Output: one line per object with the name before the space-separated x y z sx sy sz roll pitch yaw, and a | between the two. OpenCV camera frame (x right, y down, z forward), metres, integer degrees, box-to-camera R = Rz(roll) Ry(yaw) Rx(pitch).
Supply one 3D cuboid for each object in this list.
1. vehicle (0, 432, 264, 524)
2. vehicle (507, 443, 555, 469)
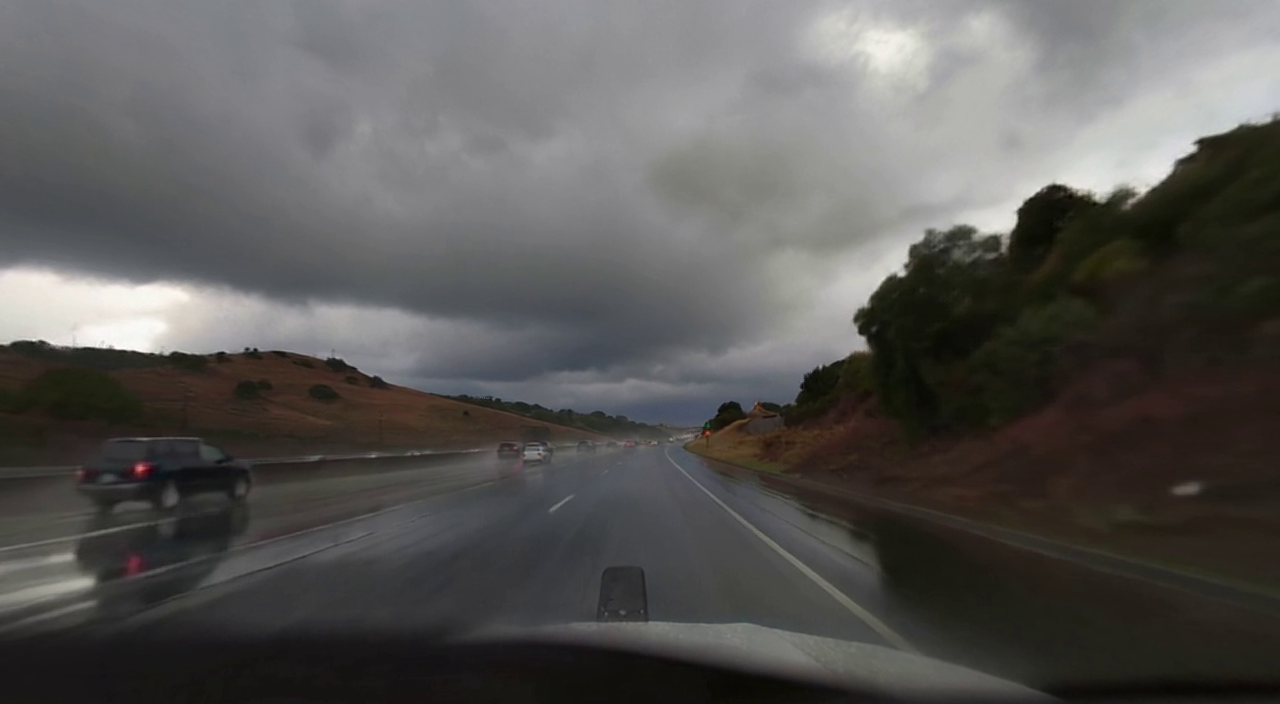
vehicle | -10.798 2.675 13.962 2.122 1.695 4.437 0 -9 1
vehicle | -6.747 6.458 39.417 2.107 1.484 4.449 0 -9 2
